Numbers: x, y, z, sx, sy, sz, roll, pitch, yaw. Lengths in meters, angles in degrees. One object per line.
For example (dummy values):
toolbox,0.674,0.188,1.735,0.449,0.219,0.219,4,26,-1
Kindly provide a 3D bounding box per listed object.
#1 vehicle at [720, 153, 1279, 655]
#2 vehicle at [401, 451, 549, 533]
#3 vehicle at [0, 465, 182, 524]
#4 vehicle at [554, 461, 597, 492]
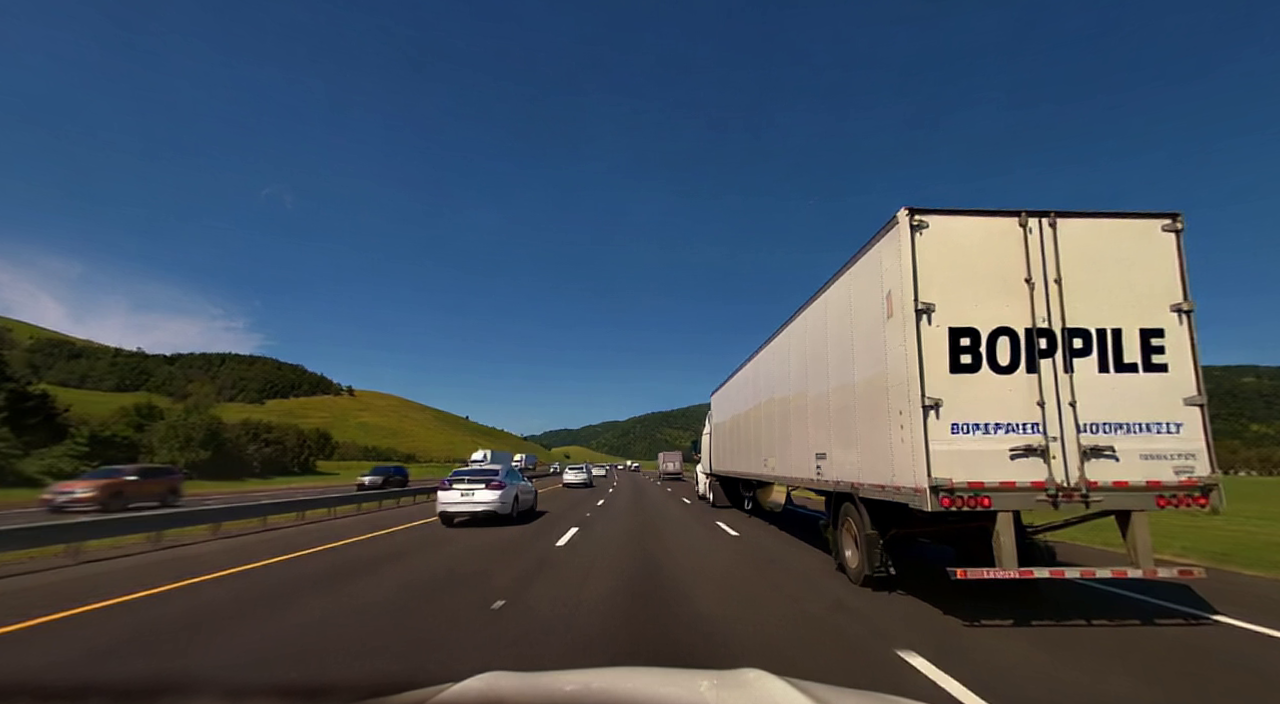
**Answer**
vehicle,3.896,1.573,12.030,2.839,4.062,14.051,1,-11,0
vehicle,-3.606,3.215,14.881,2.088,1.566,4.853,1,-11,1
vehicle,-15.581,4.034,18.188,1.748,1.484,3.887,1,-11,0
vehicle,-3.784,7.385,37.484,2.063,1.671,4.197,1,-11,0
